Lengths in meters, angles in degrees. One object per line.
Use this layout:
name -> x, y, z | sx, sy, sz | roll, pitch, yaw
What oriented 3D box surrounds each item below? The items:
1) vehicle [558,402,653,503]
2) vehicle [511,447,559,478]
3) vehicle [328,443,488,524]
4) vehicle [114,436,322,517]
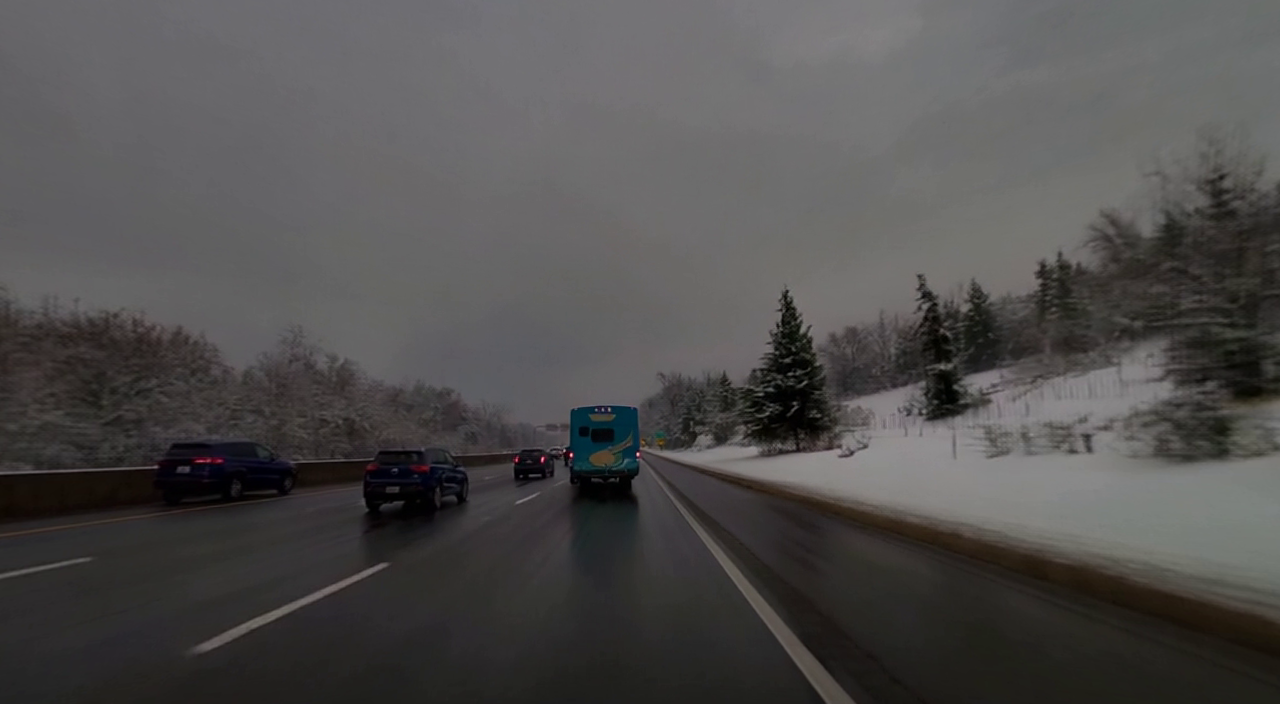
vehicle -> -0.916, 2.963, 18.743 | 2.394, 2.556, 5.232 | 0, -9, -1
vehicle -> -5.300, 5.580, 32.003 | 1.872, 1.480, 3.545 | 0, -9, -1
vehicle -> -4.717, 2.704, 13.499 | 1.876, 1.438, 4.072 | 0, -9, 0
vehicle -> -9.694, 2.863, 14.988 | 2.010, 1.621, 4.252 | 0, -9, -1
